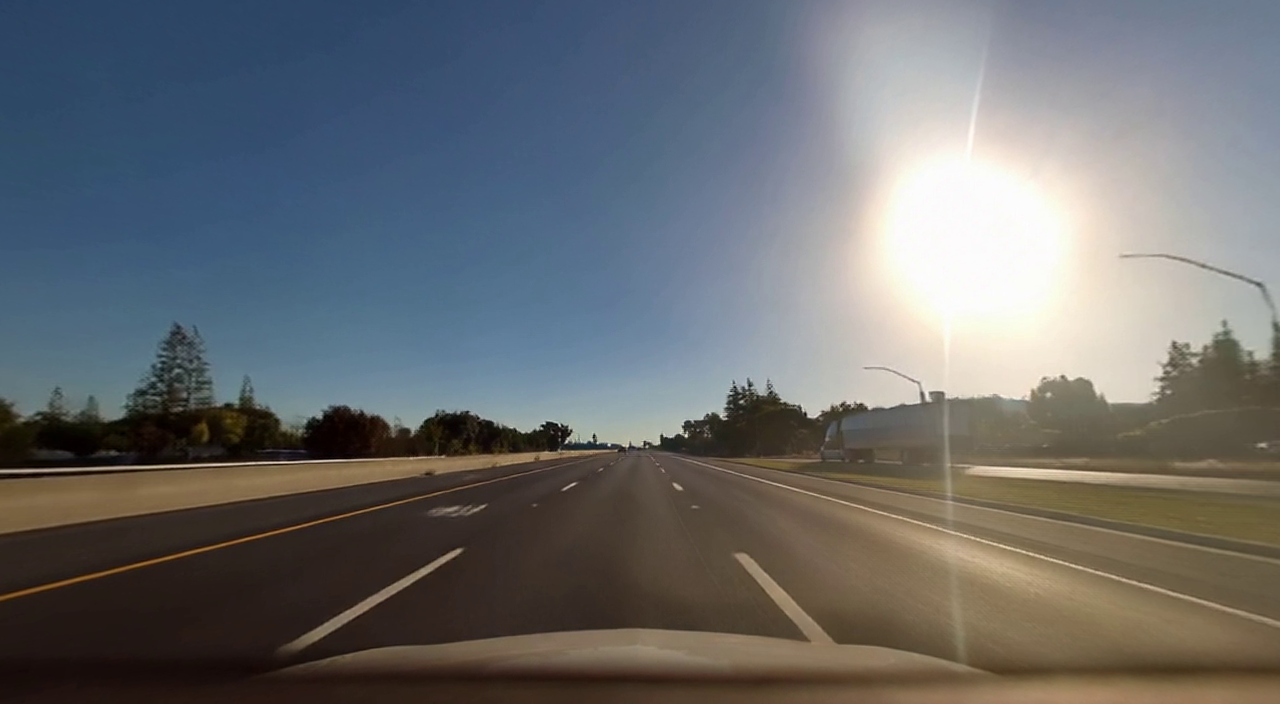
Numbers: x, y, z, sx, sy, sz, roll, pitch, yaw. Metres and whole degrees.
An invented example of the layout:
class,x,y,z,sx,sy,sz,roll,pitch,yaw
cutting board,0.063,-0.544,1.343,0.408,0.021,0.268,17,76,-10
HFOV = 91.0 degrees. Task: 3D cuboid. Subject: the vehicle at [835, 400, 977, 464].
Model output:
class,x,y,z,sx,sy,sz,roll,pitch,yaw
vehicle,20.128,6.519,49.743,2.939,4.193,15.754,1,-9,-6
